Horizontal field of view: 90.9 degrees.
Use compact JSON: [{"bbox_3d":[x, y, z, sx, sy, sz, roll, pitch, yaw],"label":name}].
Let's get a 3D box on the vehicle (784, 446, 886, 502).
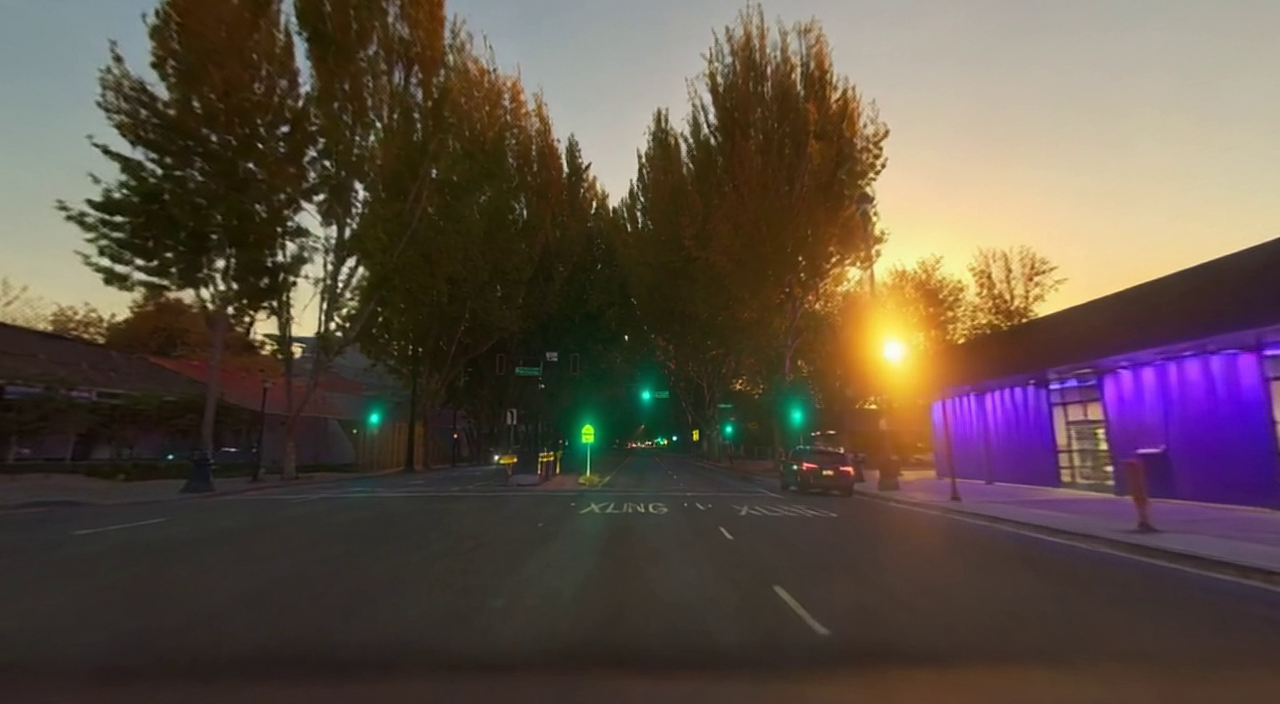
[{"bbox_3d":[6.131,3.855,20.407,1.906,1.523,4.336,2,-9,0],"label":"vehicle"}]
